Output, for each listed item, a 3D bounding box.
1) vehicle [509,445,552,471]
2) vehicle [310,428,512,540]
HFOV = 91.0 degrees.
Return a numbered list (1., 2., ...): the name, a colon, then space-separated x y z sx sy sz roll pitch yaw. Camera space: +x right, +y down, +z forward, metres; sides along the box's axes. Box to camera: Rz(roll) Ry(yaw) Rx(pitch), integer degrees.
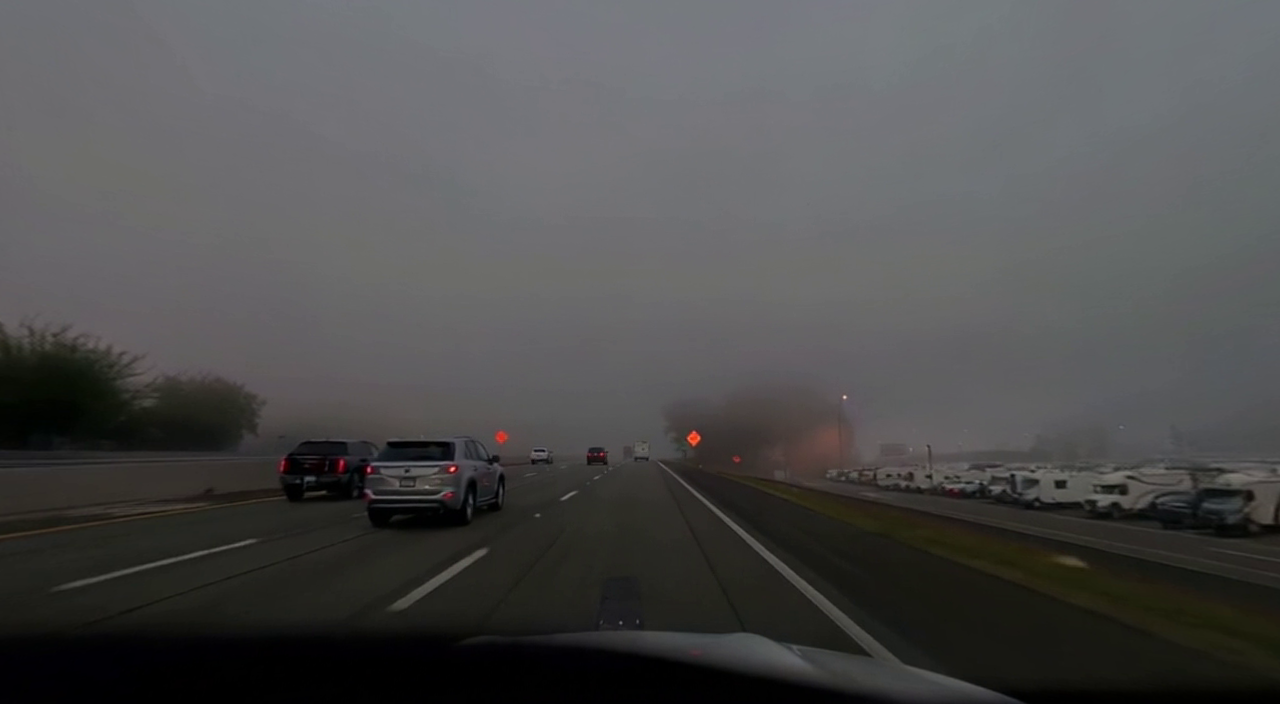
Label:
1. vehicle: -7.384 7.203 42.941 2.046 1.644 4.422 0 -9 2
2. vehicle: -3.918 2.331 11.735 2.070 1.665 4.213 0 -9 1
